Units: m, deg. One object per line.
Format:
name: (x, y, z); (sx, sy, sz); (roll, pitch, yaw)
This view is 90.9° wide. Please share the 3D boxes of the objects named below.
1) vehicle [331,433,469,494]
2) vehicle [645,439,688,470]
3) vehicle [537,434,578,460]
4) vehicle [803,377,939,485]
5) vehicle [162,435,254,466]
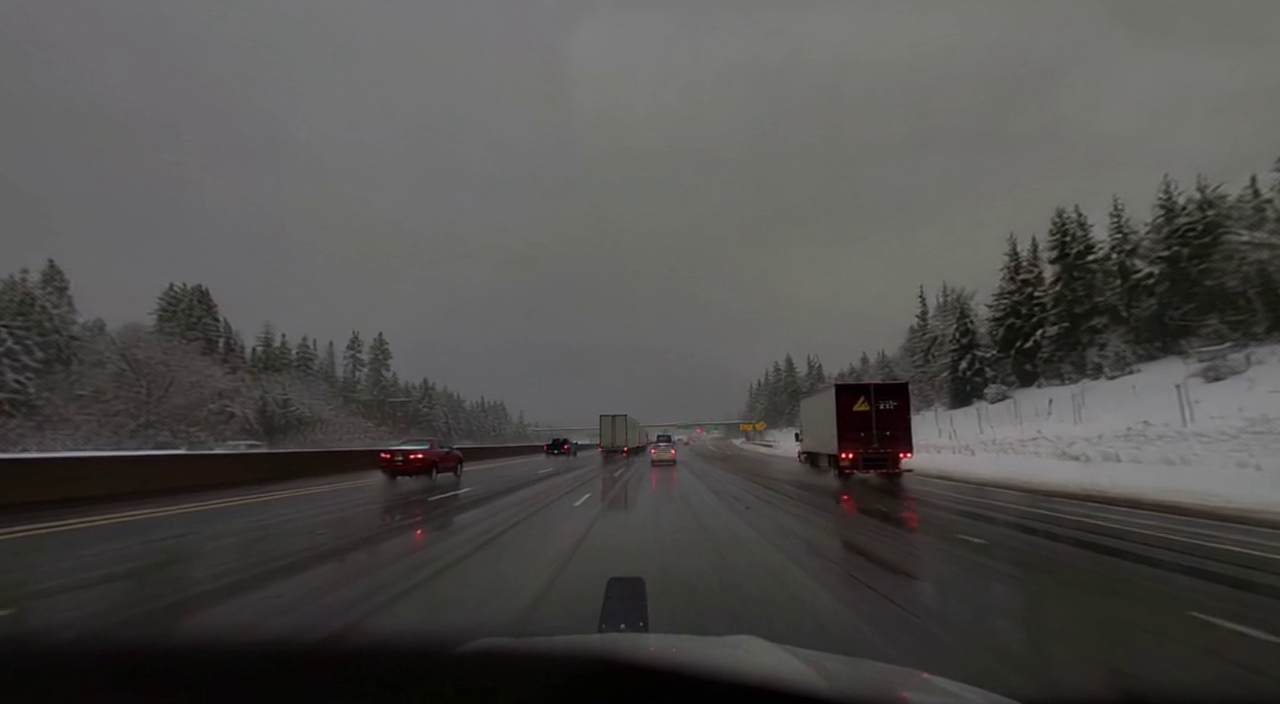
vehicle: (-6.588, 3.110, 17.986); (1.950, 1.485, 4.589); (0, -9, 3)
vehicle: (1.352, 5.391, 33.318); (2.105, 1.502, 4.068); (0, -8, 1)
vehicle: (-6.209, 7.277, 48.221); (2.272, 1.850, 5.156); (0, -8, 2)
vehicle: (8.537, 3.149, 24.543); (2.895, 3.484, 7.631); (-1, -9, 5)
vehicle: (-27.328, 6.244, 40.150); (2.144, 1.833, 4.973); (0, -9, 2)
